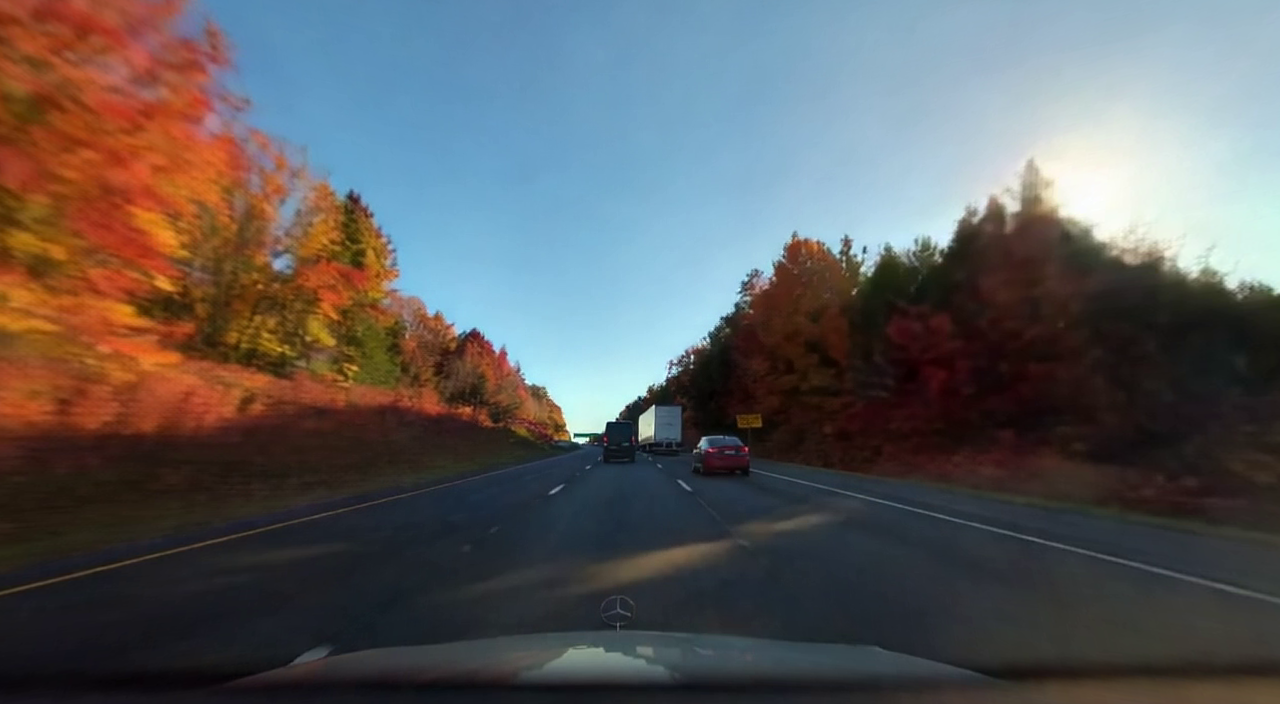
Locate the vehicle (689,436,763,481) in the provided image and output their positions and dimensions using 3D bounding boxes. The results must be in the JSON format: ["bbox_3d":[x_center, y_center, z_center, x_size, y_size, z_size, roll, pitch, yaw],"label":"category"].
[{"bbox_3d":[3.082,3.883,23.425,1.962,1.508,4.363,0,-8,-2],"label":"vehicle"}]

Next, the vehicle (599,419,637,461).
[{"bbox_3d":[-1.423,5.834,41.838,2.389,2.637,5.437,0,-8,-1],"label":"vehicle"}]
